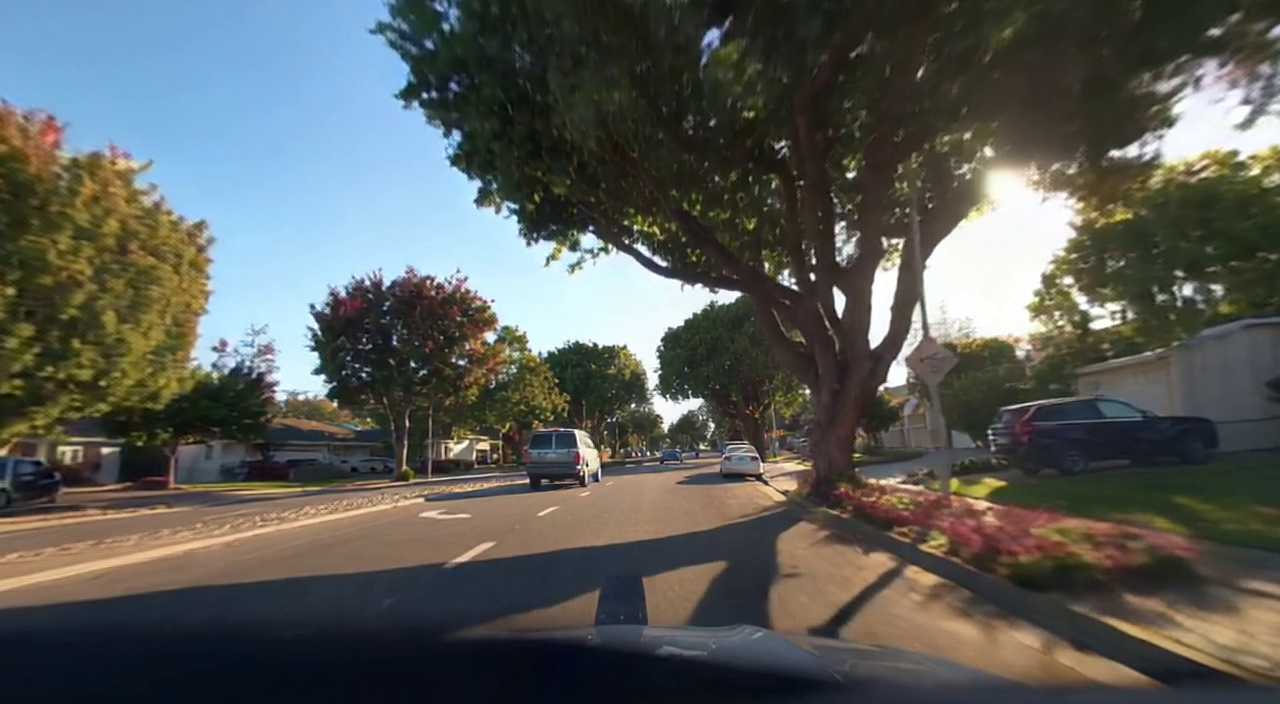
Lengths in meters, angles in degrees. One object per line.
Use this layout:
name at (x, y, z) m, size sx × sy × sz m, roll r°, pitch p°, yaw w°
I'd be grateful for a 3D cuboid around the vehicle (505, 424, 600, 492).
vehicle at (-2.888, 3.705, 22.258) m, size 2.085 × 2.084 × 5.133 m, roll -1°, pitch -9°, yaw 6°

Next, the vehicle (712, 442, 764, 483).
vehicle at (4.205, 4.798, 27.761) m, size 2.040 × 1.643 × 4.446 m, roll -1°, pitch -9°, yaw 7°
